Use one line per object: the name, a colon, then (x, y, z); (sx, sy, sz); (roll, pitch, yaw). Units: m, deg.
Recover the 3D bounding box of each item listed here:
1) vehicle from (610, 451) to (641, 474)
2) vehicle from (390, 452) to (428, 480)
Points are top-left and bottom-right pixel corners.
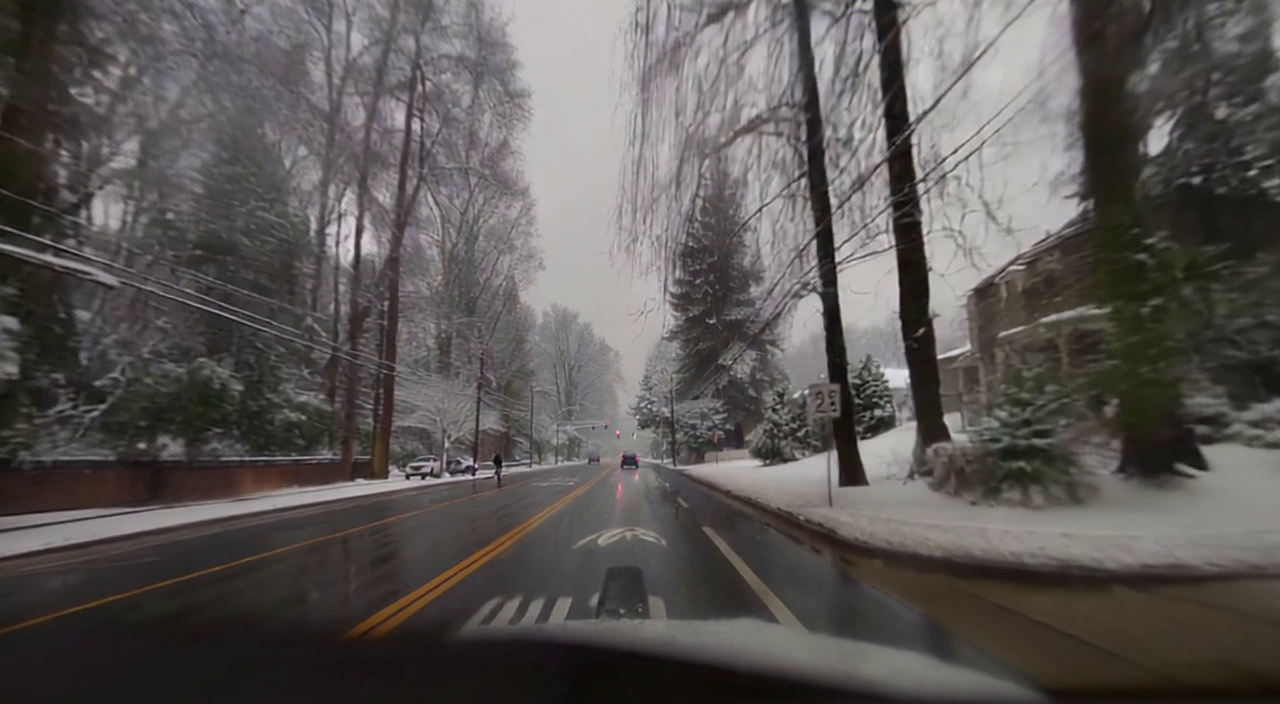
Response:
vehicle: (-1.086, 7.791, 44.827); (2.104, 1.500, 3.815); (1, -9, -2)
vehicle: (-17.202, 8.434, 46.901); (2.378, 1.922, 5.801); (4, -10, -21)
